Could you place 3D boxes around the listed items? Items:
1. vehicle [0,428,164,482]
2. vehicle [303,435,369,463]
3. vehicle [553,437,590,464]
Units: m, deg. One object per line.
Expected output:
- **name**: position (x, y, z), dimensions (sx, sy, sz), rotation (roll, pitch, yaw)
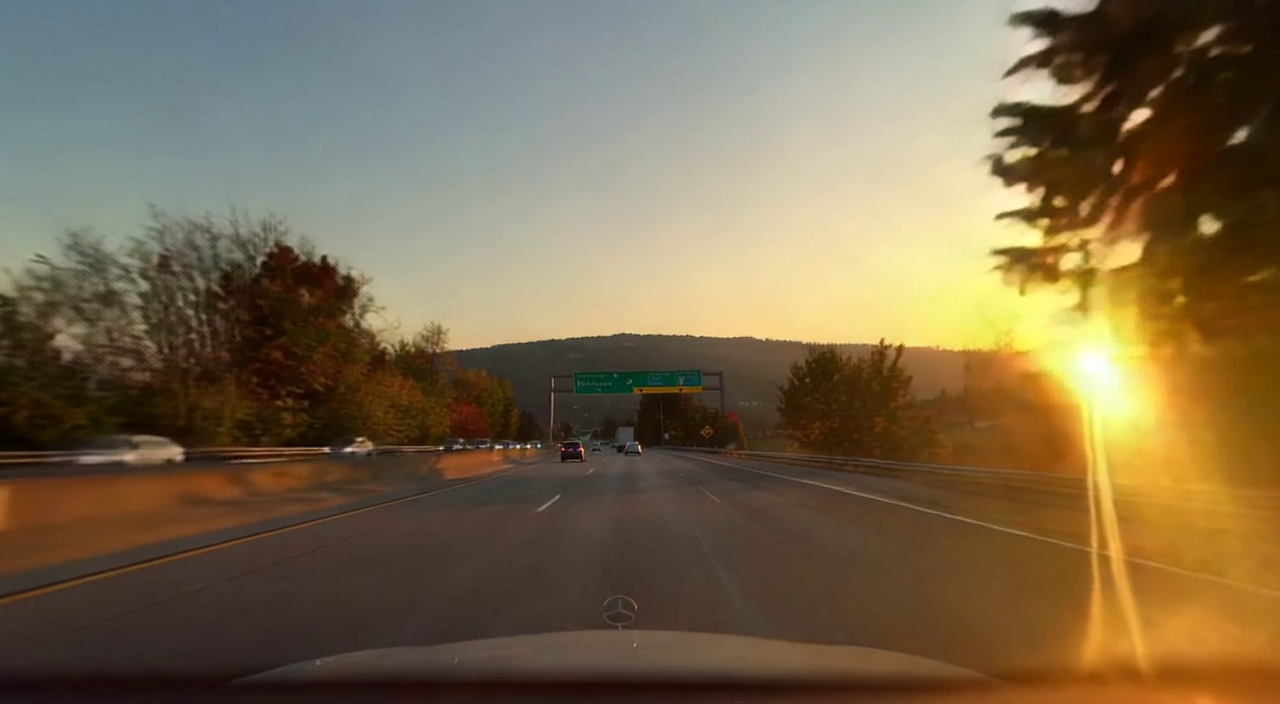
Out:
- **vehicle**: position (-17.222, 3.164, 19.411), dimensions (1.857, 1.478, 3.924), rotation (0, -9, -1)
- **vehicle**: position (-17.326, 5.581, 35.981), dimensions (1.842, 1.496, 4.022), rotation (0, -9, -1)
- **vehicle**: position (-4.528, 6.586, 41.845), dimensions (2.098, 1.692, 4.038), rotation (0, -9, -1)
